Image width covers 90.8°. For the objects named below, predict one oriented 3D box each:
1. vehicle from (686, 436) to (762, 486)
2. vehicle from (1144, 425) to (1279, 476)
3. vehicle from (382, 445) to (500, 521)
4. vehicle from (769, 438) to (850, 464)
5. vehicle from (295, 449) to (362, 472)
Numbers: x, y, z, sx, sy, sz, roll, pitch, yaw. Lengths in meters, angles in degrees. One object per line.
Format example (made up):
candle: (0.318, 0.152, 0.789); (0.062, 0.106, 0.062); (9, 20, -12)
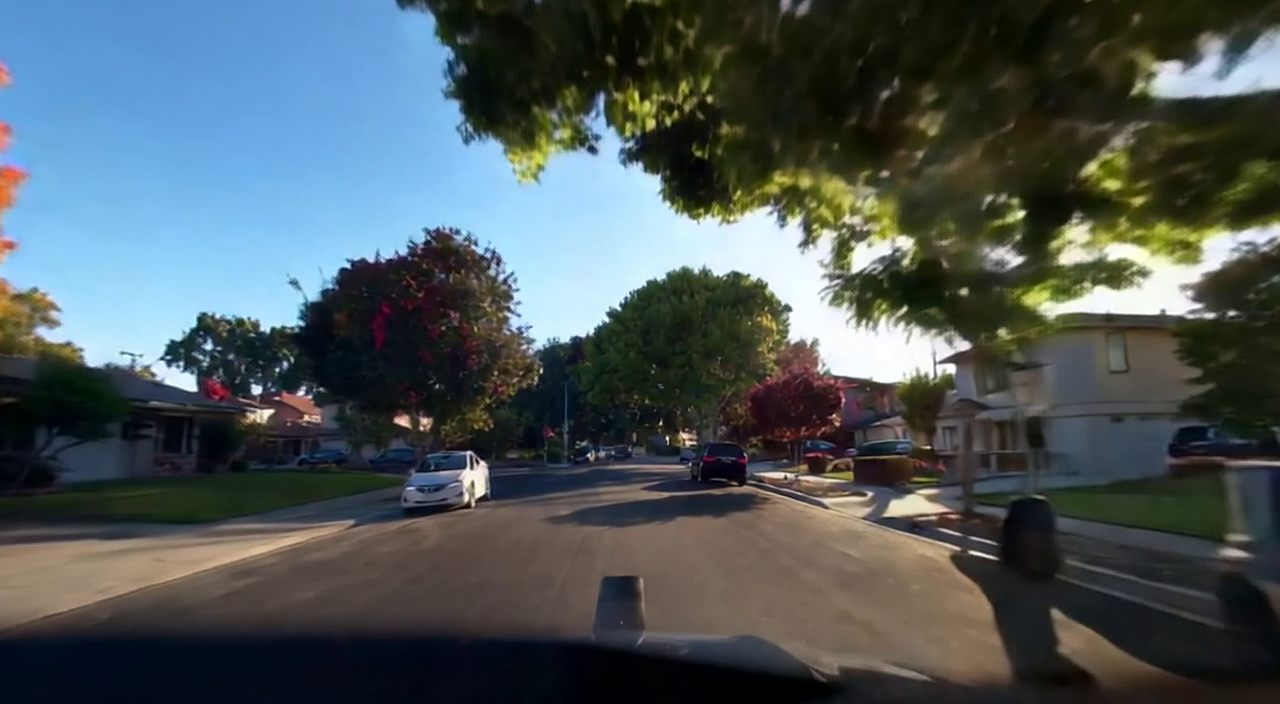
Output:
vehicle: (3.232, 4.352, 25.504); (2.228, 1.813, 4.901); (0, -9, -2)
vehicle: (18.797, 3.045, 19.584); (4.484, 1.492, 2.071); (0, -9, 0)
vehicle: (-4.838, 3.199, 16.109); (1.981, 1.463, 4.631); (0, -7, -6)
vehicle: (11.151, 6.527, 41.721); (4.781, 1.700, 1.914); (1, -9, -4)
vehicle: (-21.249, 7.429, 43.209); (3.610, 1.501, 1.814); (-1, -9, 4)
